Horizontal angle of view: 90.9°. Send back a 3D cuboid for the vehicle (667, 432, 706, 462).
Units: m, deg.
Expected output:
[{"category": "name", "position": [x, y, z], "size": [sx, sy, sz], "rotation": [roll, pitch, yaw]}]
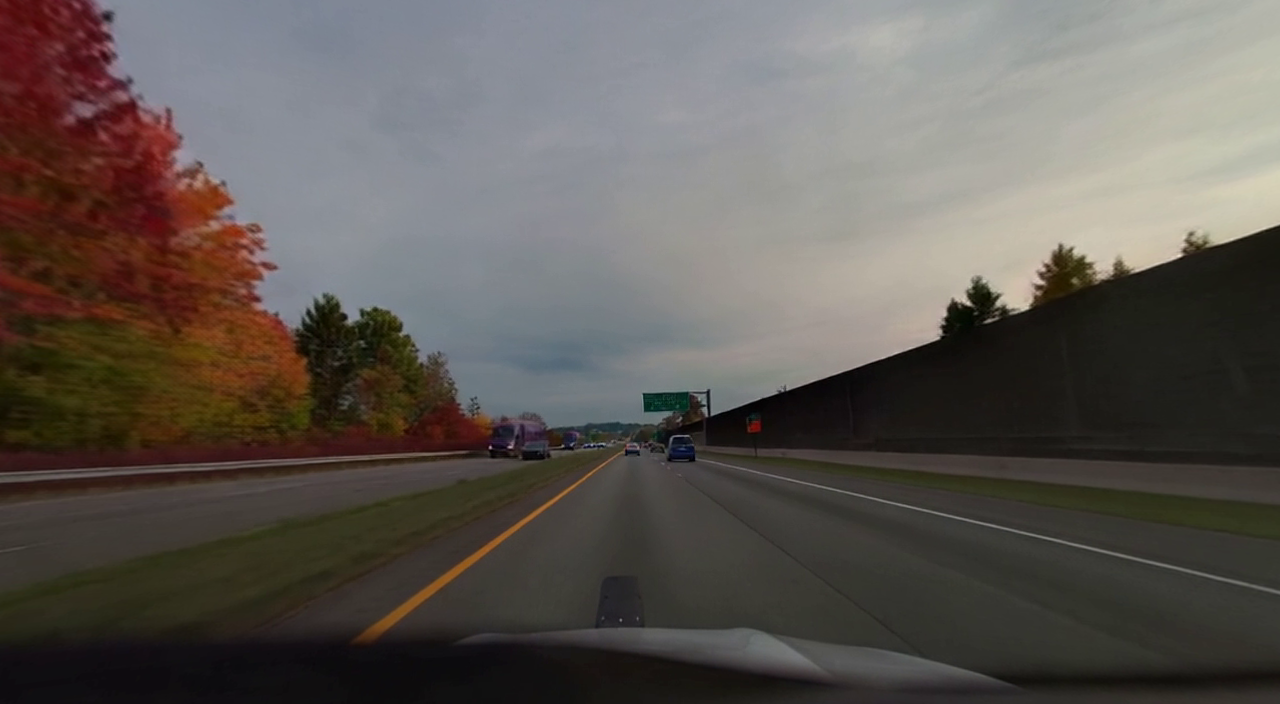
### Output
[{"category": "vehicle", "position": [3.370, 7.007, 46.360], "size": [2.393, 2.072, 4.958], "rotation": [0, -8, -1]}]
